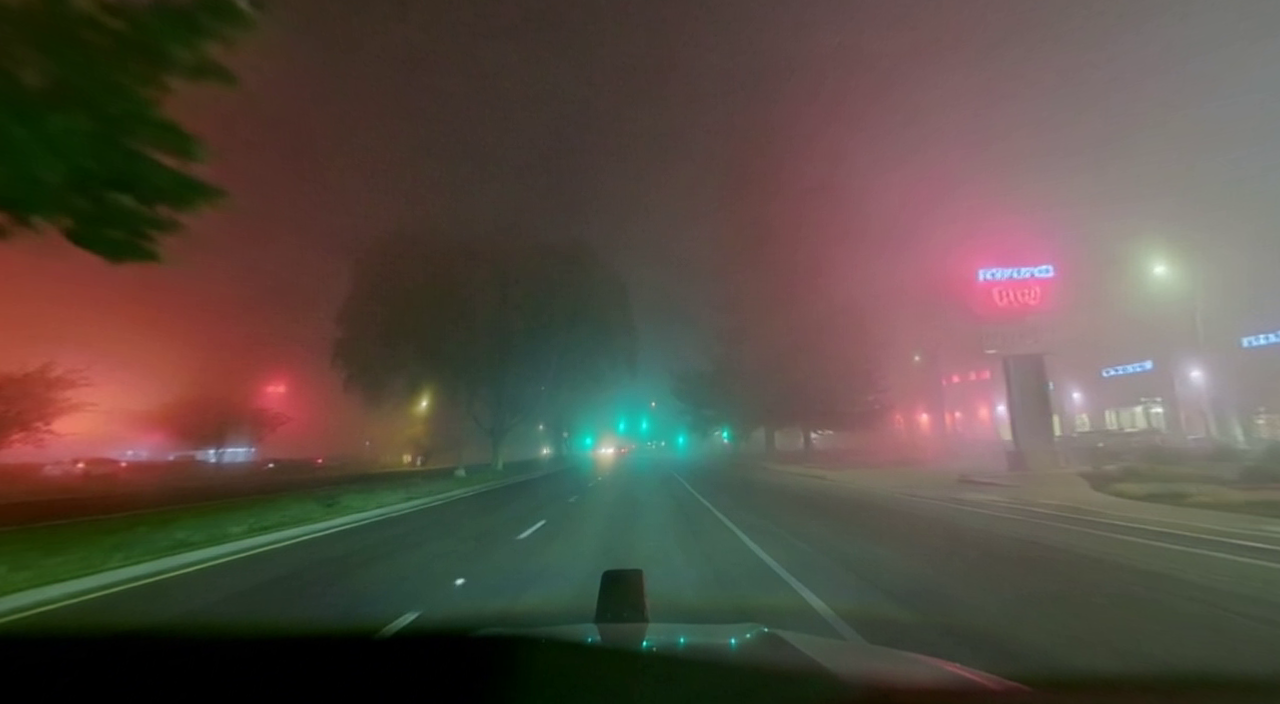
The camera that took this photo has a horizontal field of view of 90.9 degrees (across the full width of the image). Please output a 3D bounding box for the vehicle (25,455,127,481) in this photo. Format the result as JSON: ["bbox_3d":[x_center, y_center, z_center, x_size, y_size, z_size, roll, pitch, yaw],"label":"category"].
[{"bbox_3d":[-35.914,7.335,40.193,4.644,1.465,1.793,8,-12,-44],"label":"vehicle"}]

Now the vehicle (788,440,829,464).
[{"bbox_3d":[13.203,7.864,49.747,2.028,1.788,5.064,-1,-9,2],"label":"vehicle"}]
